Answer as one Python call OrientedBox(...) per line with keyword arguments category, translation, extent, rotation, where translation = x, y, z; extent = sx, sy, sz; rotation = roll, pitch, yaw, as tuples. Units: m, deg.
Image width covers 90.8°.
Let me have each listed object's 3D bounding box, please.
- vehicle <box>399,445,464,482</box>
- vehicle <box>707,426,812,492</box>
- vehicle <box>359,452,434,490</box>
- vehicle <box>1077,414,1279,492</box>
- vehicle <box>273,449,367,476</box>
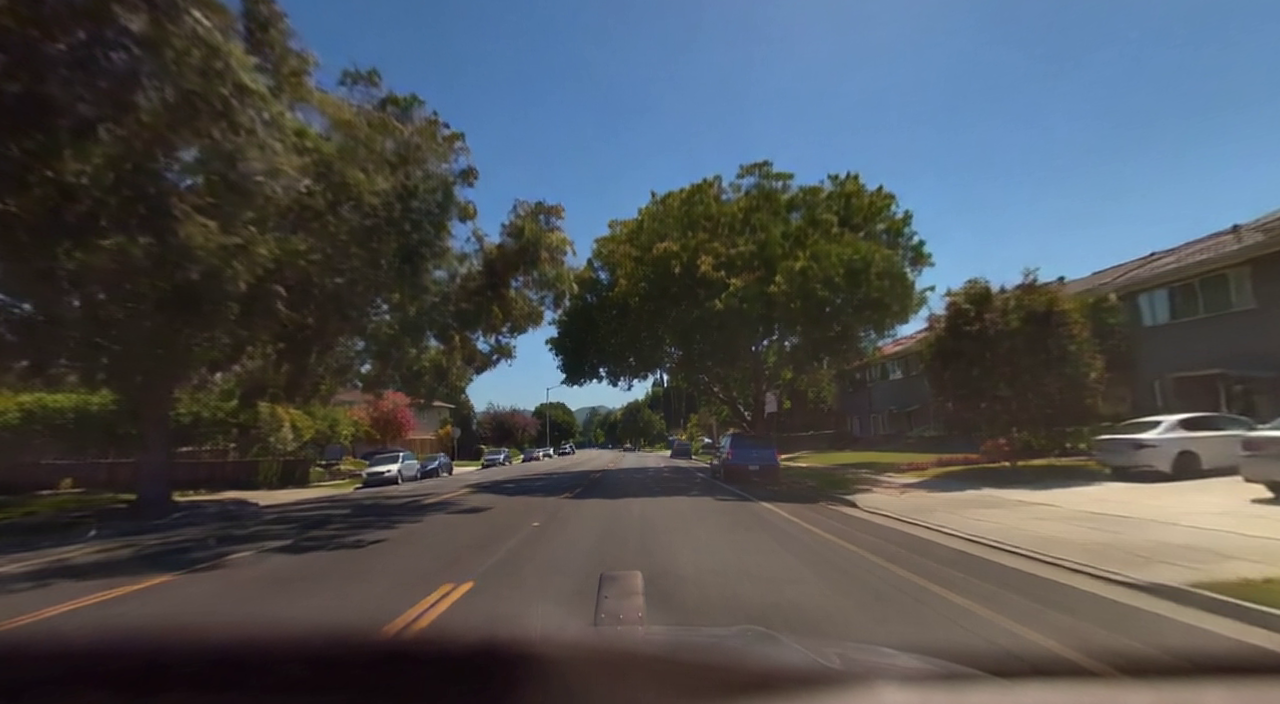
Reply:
OrientedBox(category="vehicle", translation=(-11.086, 5.932, 33.997), extent=(1.981, 1.790, 4.682), rotation=(0, -8, -1))
OrientedBox(category="vehicle", translation=(3.845, 3.604, 21.698), extent=(2.319, 1.938, 5.961), rotation=(1, -8, -2))
OrientedBox(category="vehicle", translation=(-11.084, 5.409, 29.104), extent=(1.815, 1.532, 4.517), rotation=(1, -8, -2))
OrientedBox(category="vehicle", translation=(12.353, 2.125, 13.395), extent=(4.627, 1.500, 2.046), rotation=(0, -8, -1))
OrientedBox(category="vehicle", translation=(-19.306, 6.675, 38.246), extent=(4.569, 1.498, 2.072), rotation=(0, -8, 0))
